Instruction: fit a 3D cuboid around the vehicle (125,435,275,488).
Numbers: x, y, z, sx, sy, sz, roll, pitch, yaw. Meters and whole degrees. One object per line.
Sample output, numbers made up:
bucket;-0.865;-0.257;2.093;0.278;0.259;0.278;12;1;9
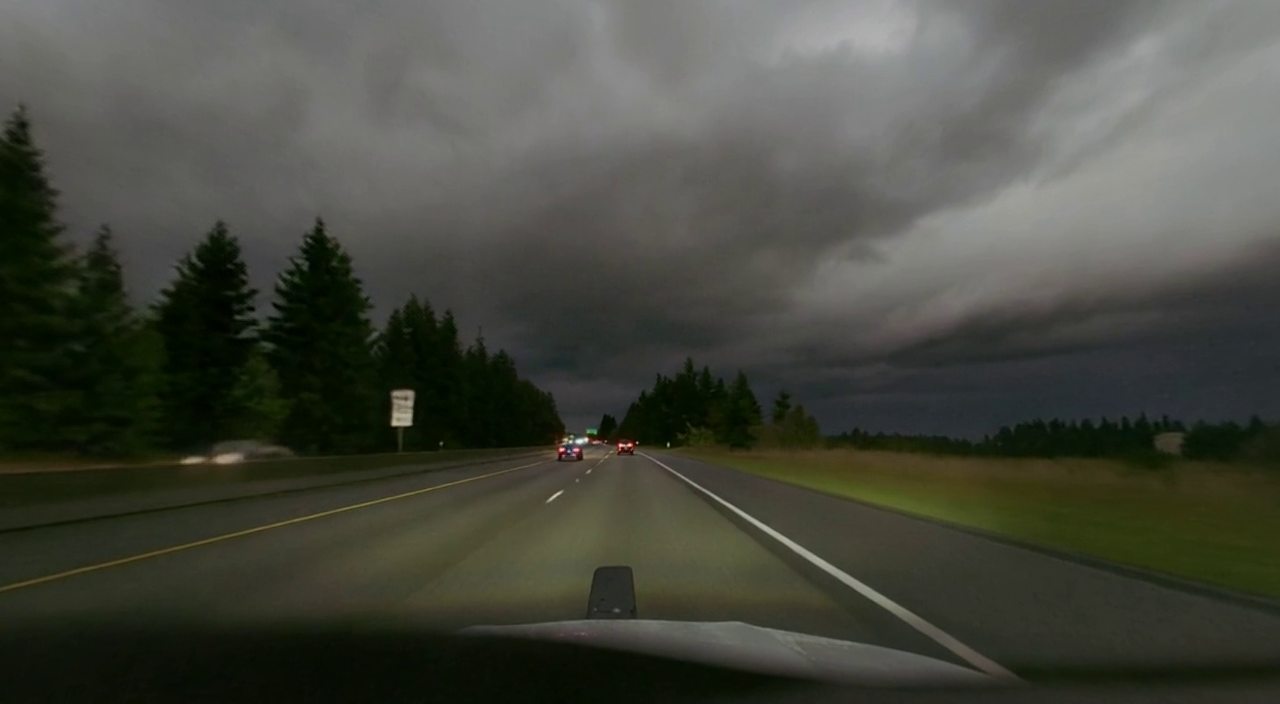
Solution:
vehicle;-15.051;3.734;21.943;1.946;1.609;4.727;0;-8;-2

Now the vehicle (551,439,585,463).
vehicle;-5.241;7.206;46.150;2.111;1.645;4.382;0;-8;-2
